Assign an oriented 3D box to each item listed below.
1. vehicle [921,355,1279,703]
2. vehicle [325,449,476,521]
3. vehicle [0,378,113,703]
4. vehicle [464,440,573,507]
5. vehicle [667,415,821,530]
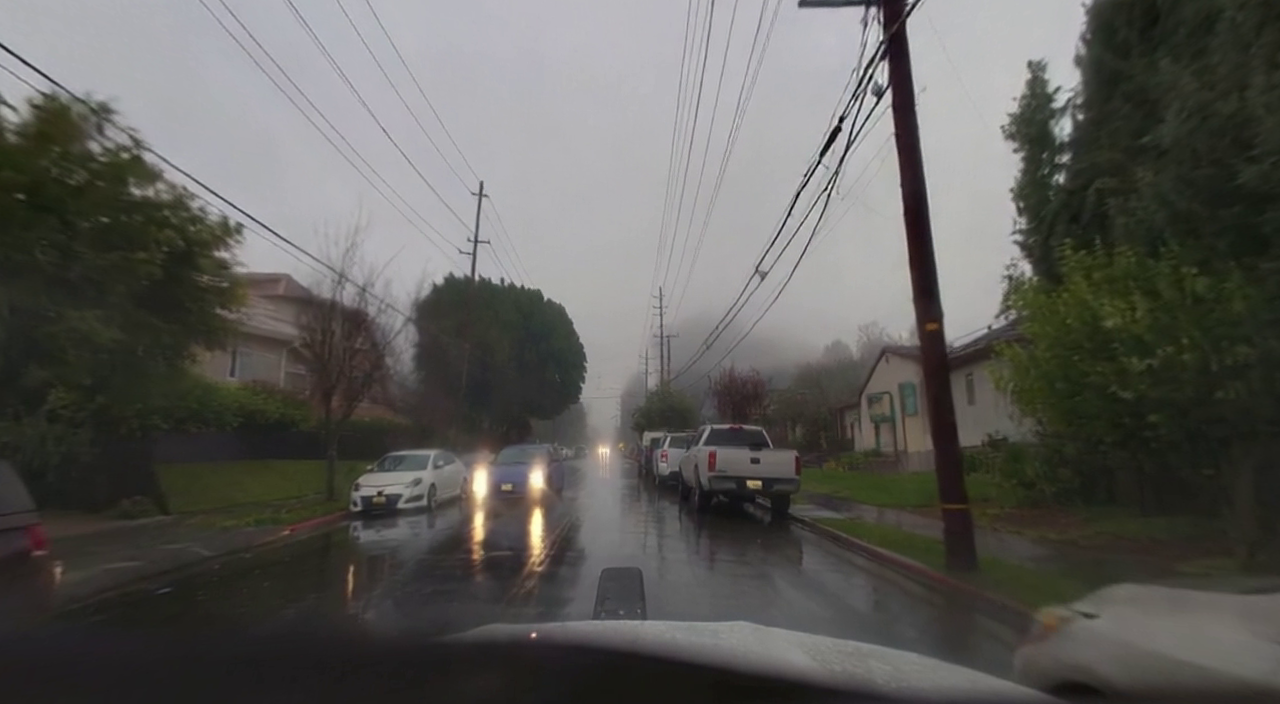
[{"bbox_3d":[2.282,0.639,0.240,2.034,1.530,4.790,1,-8,-2],"label":"vehicle"},{"bbox_3d":[-5.489,3.069,15.161,1.932,1.431,4.198,0,-8,1],"label":"vehicle"},{"bbox_3d":[-4.619,0.851,1.912,2.110,1.875,4.603,0,-8,-2],"label":"vehicle"},{"bbox_3d":[-3.061,3.180,17.112,2.060,1.525,4.876,0,-8,-1],"label":"vehicle"},{"bbox_3d":[1.801,2.303,12.645,2.032,1.839,4.597,1,-8,-4],"label":"vehicle"}]
